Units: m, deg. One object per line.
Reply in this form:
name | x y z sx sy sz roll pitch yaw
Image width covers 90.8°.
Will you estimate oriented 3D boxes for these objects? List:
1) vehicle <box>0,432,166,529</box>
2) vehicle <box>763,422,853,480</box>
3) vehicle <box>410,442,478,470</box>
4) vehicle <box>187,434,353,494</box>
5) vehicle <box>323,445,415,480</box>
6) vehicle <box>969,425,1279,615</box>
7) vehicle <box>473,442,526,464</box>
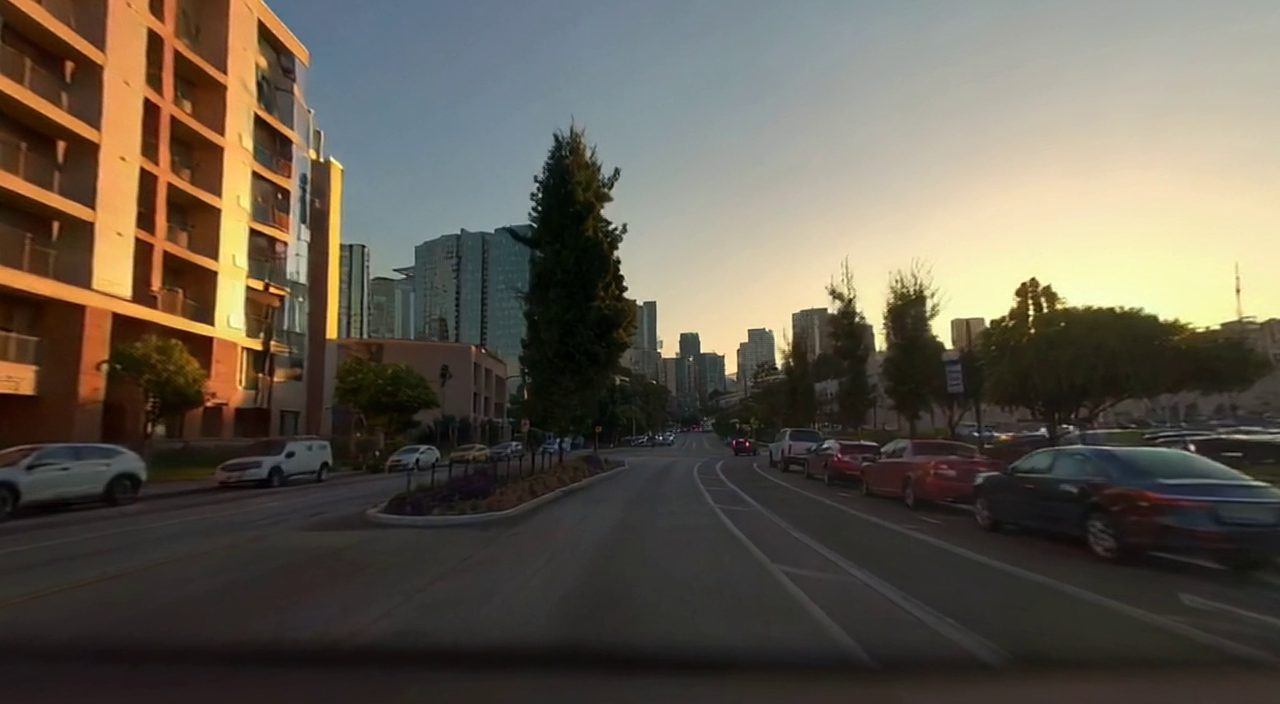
vehicle | -13.260 2.736 13.996 2.001 1.836 4.471 0 -8 -1
vehicle | 6.222 3.749 24.194 2.382 1.938 5.570 -1 -8 5
vehicle | -11.316 6.021 36.804 1.873 1.467 4.644 -1 -8 9
vehicle | -13.025 3.960 22.879 2.137 1.835 5.833 -1 -8 4
vehicle | -12.368 5.034 29.248 1.829 1.449 4.713 -1 -8 5
vehicle | 5.978 1.664 7.324 1.947 1.487 4.549 0 -8 1
vehicle | -9.927 7.138 44.915 1.876 1.465 4.681 -2 -8 12
